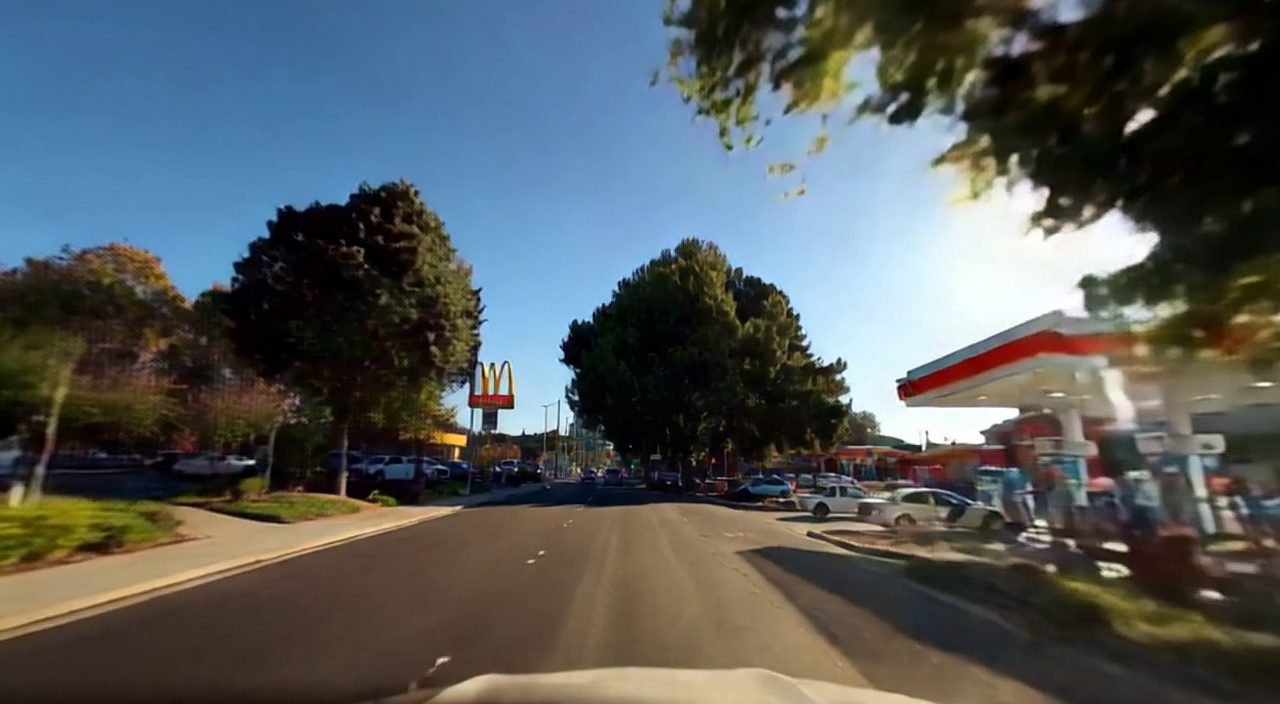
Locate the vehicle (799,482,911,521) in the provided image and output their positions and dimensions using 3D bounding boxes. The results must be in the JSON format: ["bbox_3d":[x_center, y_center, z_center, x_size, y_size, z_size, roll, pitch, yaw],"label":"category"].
[{"bbox_3d":[9.223,6.453,27.271,4.169,1.474,1.850,1,-10,-3],"label":"vehicle"}]

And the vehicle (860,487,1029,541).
[{"bbox_3d":[9.473,5.067,19.866,4.316,1.462,1.921,2,-10,-3],"label":"vehicle"}]

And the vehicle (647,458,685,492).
[{"bbox_3d":[1.688,8.313,42.816,2.153,2.074,5.188,1,-10,-2],"label":"vehicle"}]

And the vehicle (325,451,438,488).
[{"bbox_3d":[-12.564,5.737,30.792,4.575,1.641,2.006,11,-14,-43],"label":"vehicle"}]

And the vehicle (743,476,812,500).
[{"bbox_3d":[9.025,8.974,41.621,4.123,1.446,1.807,2,-10,-3],"label":"vehicle"}]
